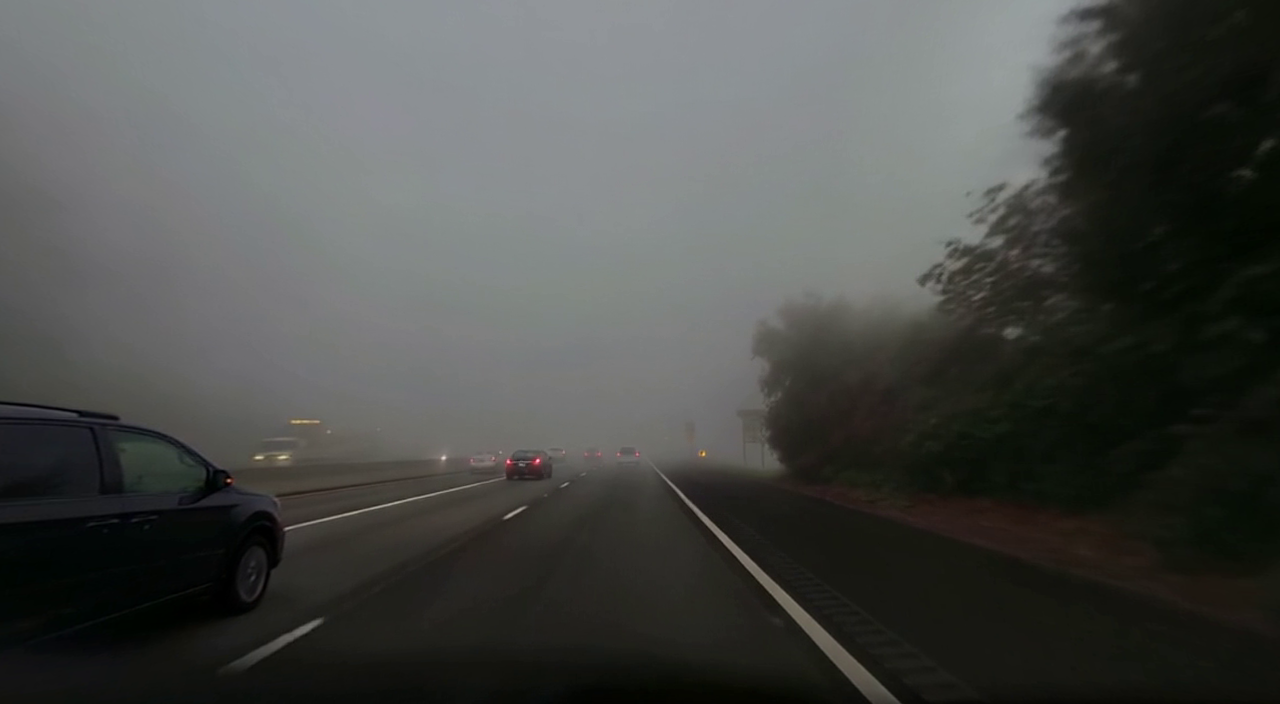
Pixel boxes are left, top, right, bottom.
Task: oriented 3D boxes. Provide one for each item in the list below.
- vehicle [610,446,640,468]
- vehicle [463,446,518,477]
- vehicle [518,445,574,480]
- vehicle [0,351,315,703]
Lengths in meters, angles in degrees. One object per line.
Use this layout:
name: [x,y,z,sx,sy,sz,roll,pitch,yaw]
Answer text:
vehicle: [-1.085,7.520,45.169,2.023,1.479,3.718,0,-9,-1]
vehicle: [-7.726,5.685,32.792,1.936,1.516,3.904,0,-9,0]
vehicle: [-4.300,5.113,29.246,1.988,1.477,4.118,0,-9,-1]
vehicle: [-4.000,0.972,3.343,2.074,1.779,4.588,0,-9,0]
